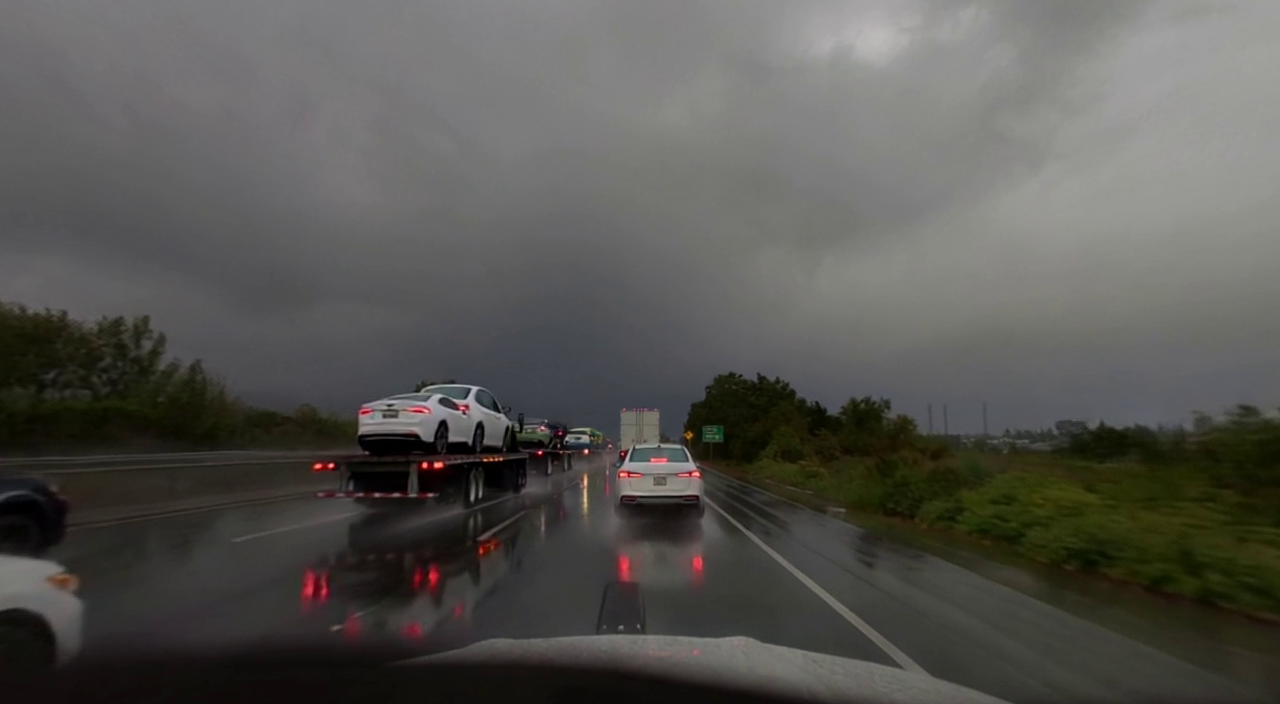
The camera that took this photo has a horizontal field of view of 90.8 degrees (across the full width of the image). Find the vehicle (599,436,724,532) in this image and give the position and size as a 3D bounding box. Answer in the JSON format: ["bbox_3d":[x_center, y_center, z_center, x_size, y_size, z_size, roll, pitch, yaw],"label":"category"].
[{"bbox_3d":[0.303,2.370,11.847,1.991,1.507,3.391,0,-9,-1],"label":"vehicle"}]

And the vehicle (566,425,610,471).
[{"bbox_3d":[-3.281,6.270,41.276,2.289,2.710,6.726,0,-9,0],"label":"vehicle"}]

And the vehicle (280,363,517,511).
[{"bbox_3d":[-3.004,1.230,8.948,2.031,1.594,4.103,1,-9,-5],"label":"vehicle"}]
